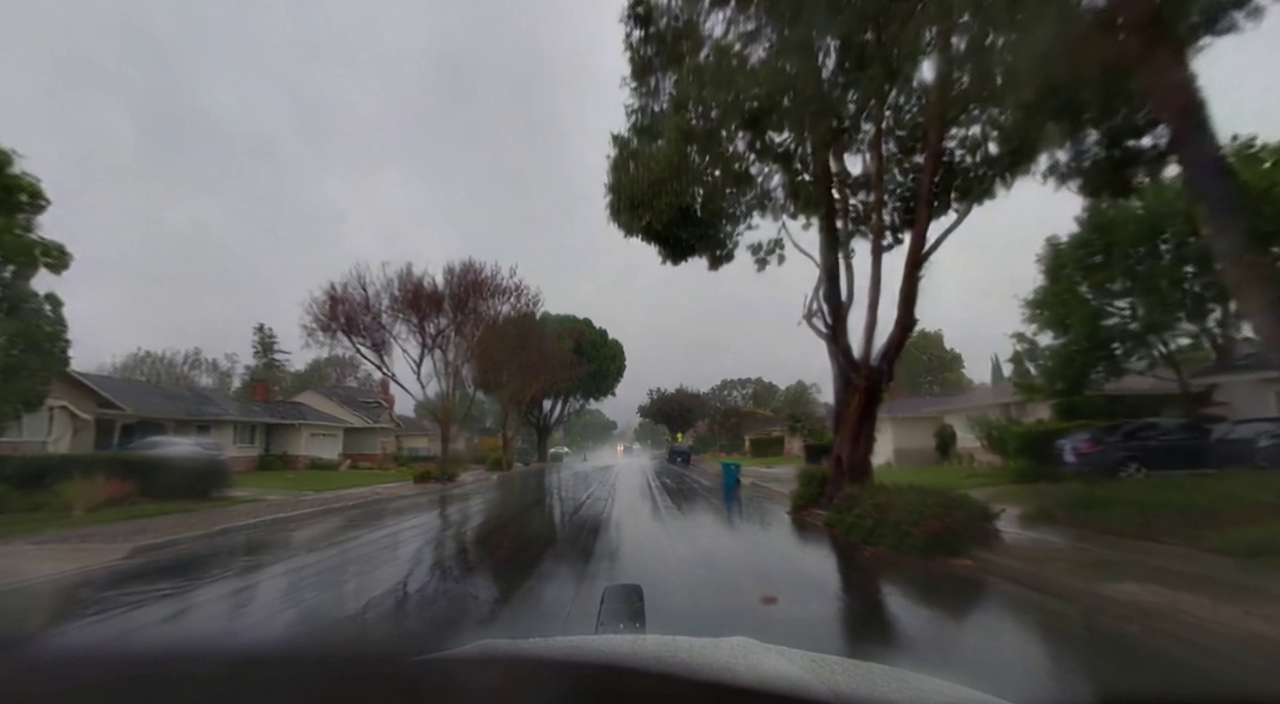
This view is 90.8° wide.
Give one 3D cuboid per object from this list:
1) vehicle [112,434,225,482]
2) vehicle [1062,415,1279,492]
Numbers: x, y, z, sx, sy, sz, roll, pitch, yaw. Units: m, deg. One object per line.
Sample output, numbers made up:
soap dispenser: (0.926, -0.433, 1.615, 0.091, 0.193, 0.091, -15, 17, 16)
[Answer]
vehicle: (-17.539, 3.932, 23.790, 1.957, 1.602, 4.326, 2, -9, -17)
vehicle: (12.321, 2.273, 14.195, 4.378, 1.529, 1.886, -5, -10, 26)
